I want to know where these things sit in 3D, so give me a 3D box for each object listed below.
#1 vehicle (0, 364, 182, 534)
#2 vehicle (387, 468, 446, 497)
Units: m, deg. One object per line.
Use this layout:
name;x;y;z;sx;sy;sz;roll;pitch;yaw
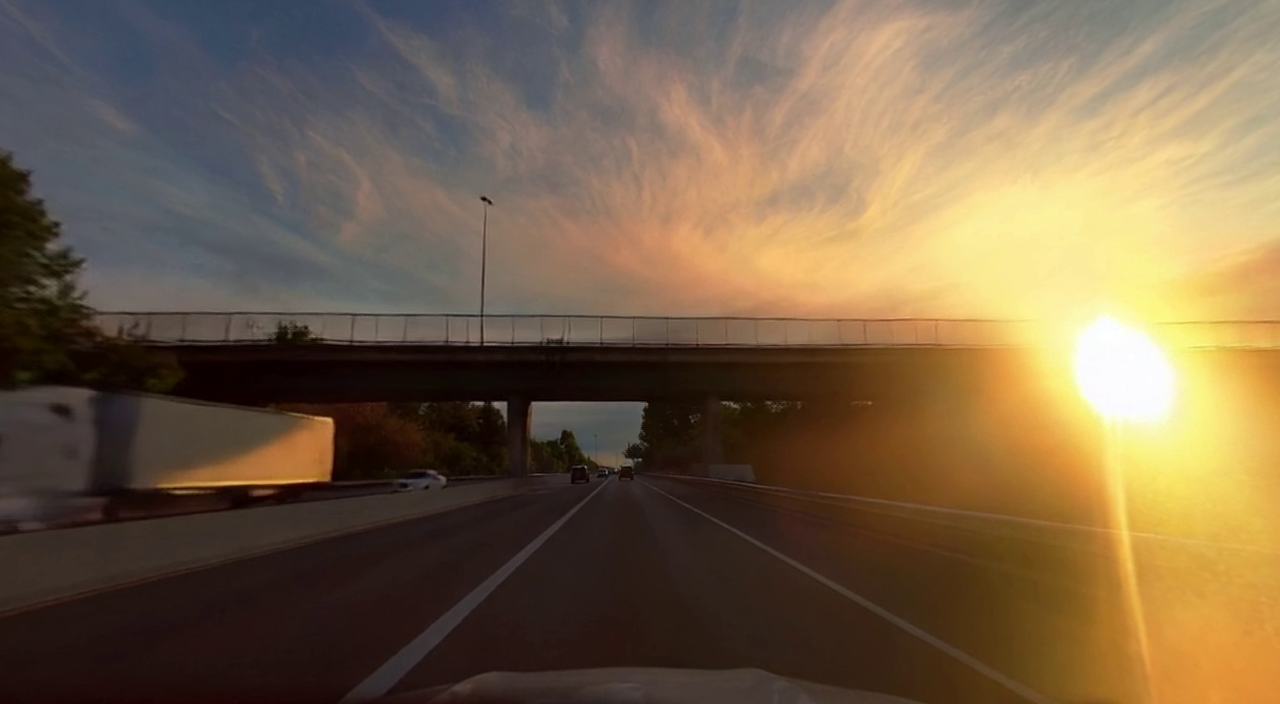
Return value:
vehicle;-16.593;2.761;17.559;3.032;3.979;5.796;1;-11;-1
vehicle;-12.905;7.551;36.740;1.994;1.521;4.116;1;-11;-2
